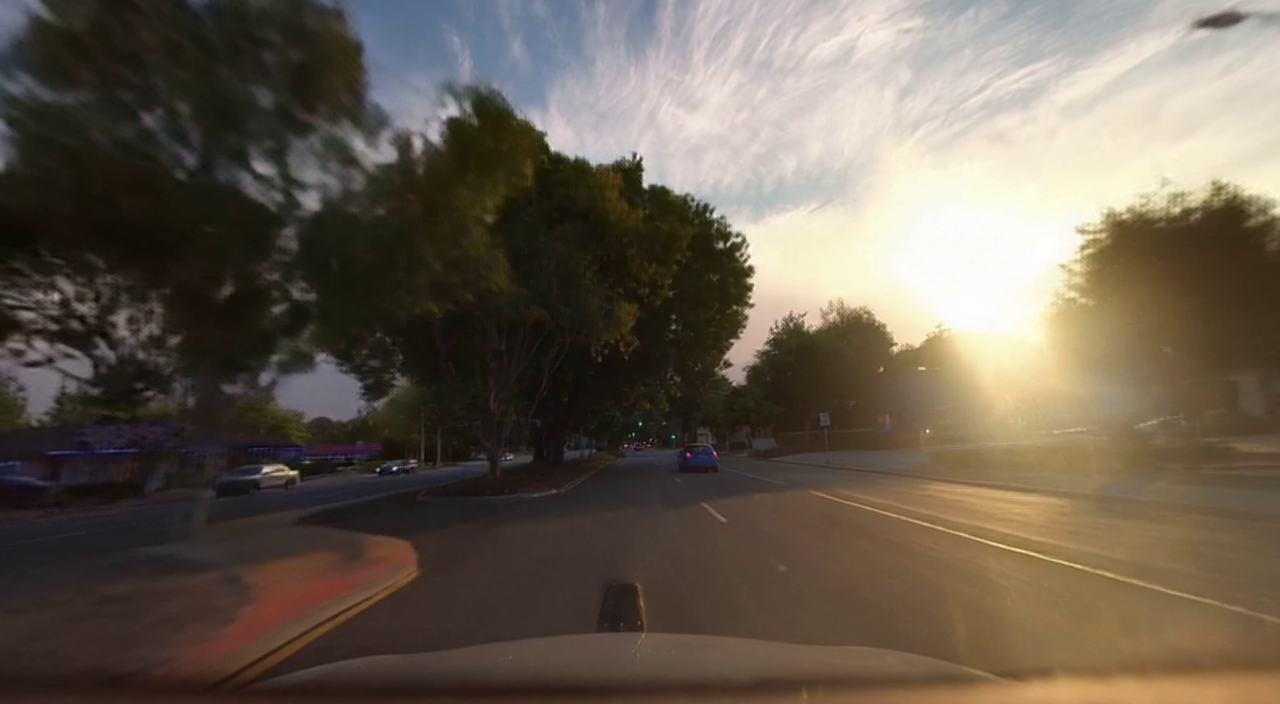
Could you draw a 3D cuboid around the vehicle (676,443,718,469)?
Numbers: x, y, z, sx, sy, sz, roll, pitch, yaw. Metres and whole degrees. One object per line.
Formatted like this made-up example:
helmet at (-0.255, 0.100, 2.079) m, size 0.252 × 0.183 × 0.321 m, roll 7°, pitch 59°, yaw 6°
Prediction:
vehicle at (3.286, 6.018, 36.936) m, size 1.929 × 1.411 × 4.284 m, roll 0°, pitch -8°, yaw -2°
